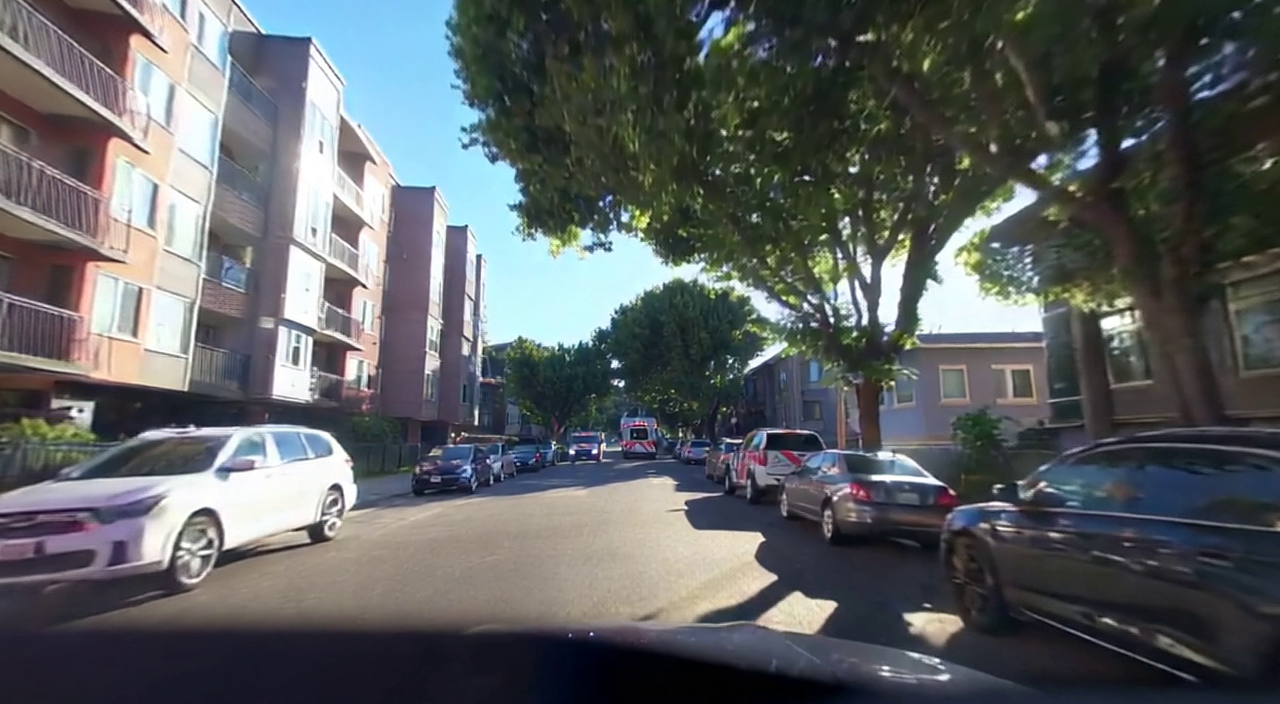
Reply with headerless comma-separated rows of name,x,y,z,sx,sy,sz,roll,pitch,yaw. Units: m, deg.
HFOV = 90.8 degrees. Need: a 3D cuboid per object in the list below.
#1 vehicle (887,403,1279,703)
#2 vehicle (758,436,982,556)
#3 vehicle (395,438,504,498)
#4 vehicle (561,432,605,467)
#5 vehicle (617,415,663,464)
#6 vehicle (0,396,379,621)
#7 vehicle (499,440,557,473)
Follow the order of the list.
vehicle,3.425,1.109,3.409,2.102,1.515,4.990,0,-8,-1
vehicle,3.293,2.113,10.143,1.913,1.434,4.408,2,-8,-1
vehicle,-5.483,3.361,18.806,1.921,1.482,4.280,-2,-8,0
vehicle,-3.080,5.399,35.056,2.029,1.802,4.229,0,-8,1
vehicle,-0.123,6.028,43.442,2.754,3.008,7.730,1,-8,-3
vehicle,-5.344,1.617,7.720,2.131,1.821,4.976,0,-8,1
vehicle,-5.394,5.083,30.998,2.047,1.471,4.647,0,-8,0
